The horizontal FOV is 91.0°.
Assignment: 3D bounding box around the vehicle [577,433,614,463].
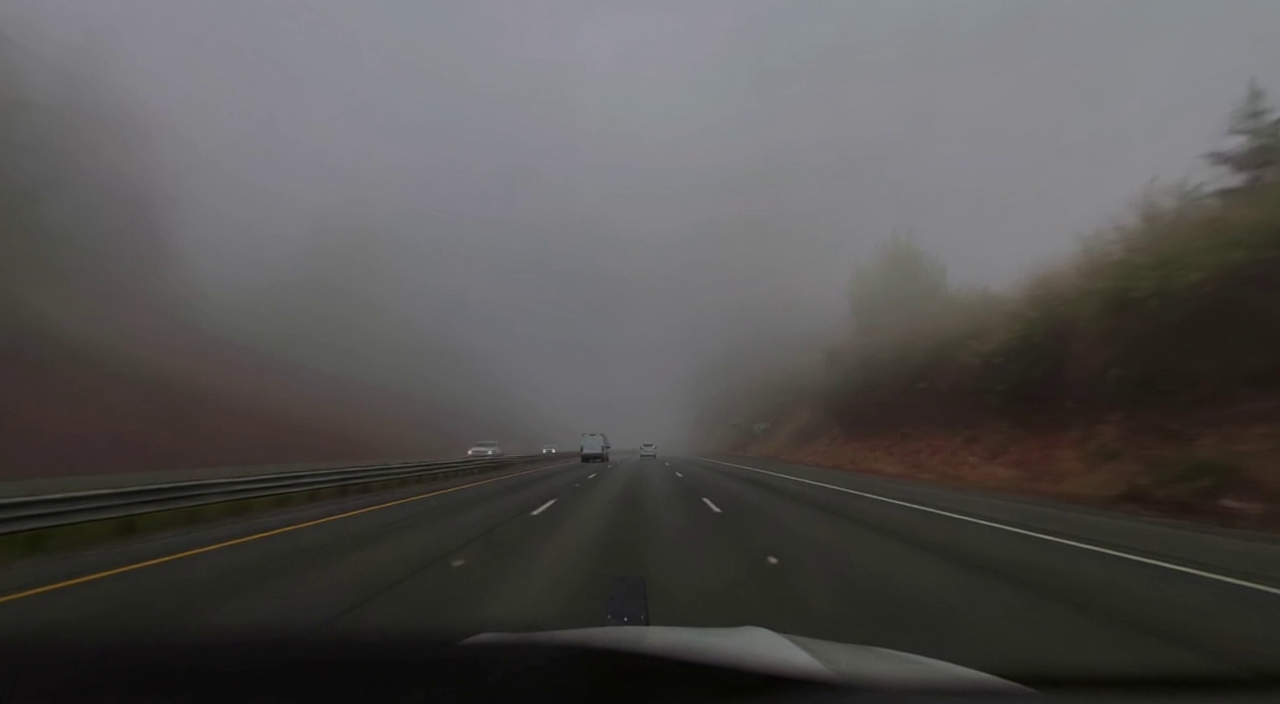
[{"bbox_3d":[-3.132,6.934,45.545,2.286,2.011,4.452,0,-8,1],"label":"vehicle"}]
